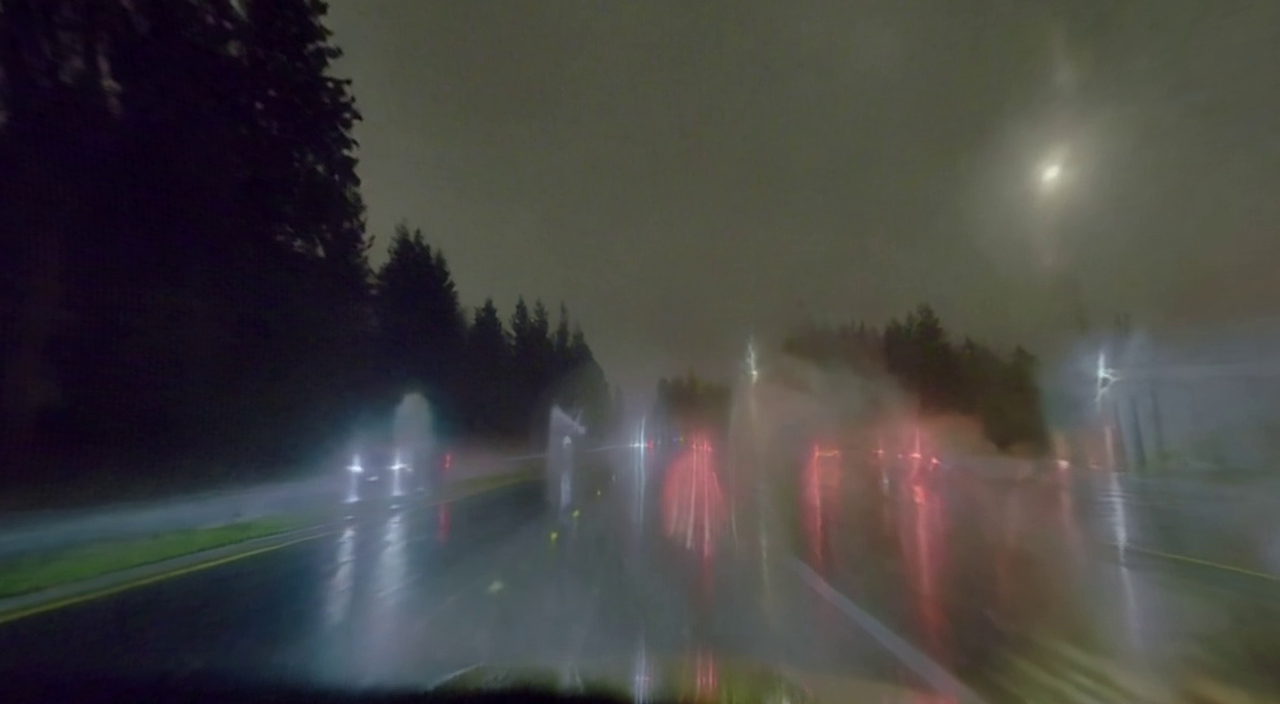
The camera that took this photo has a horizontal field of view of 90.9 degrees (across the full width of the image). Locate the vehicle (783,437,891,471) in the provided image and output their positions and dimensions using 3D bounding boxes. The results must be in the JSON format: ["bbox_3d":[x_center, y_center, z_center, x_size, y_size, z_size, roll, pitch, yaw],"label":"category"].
[{"bbox_3d":[10.657,5.551,34.334,5.118,1.701,2.175,0,-8,-2],"label":"vehicle"}]

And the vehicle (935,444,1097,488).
[{"bbox_3d":[13.066,3.975,22.129,4.438,1.444,1.900,0,-8,1],"label":"vehicle"}]

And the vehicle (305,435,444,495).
[{"bbox_3d":[-8.858,3.799,21.713,2.401,1.807,4.960,-1,-8,3],"label":"vehicle"}]
